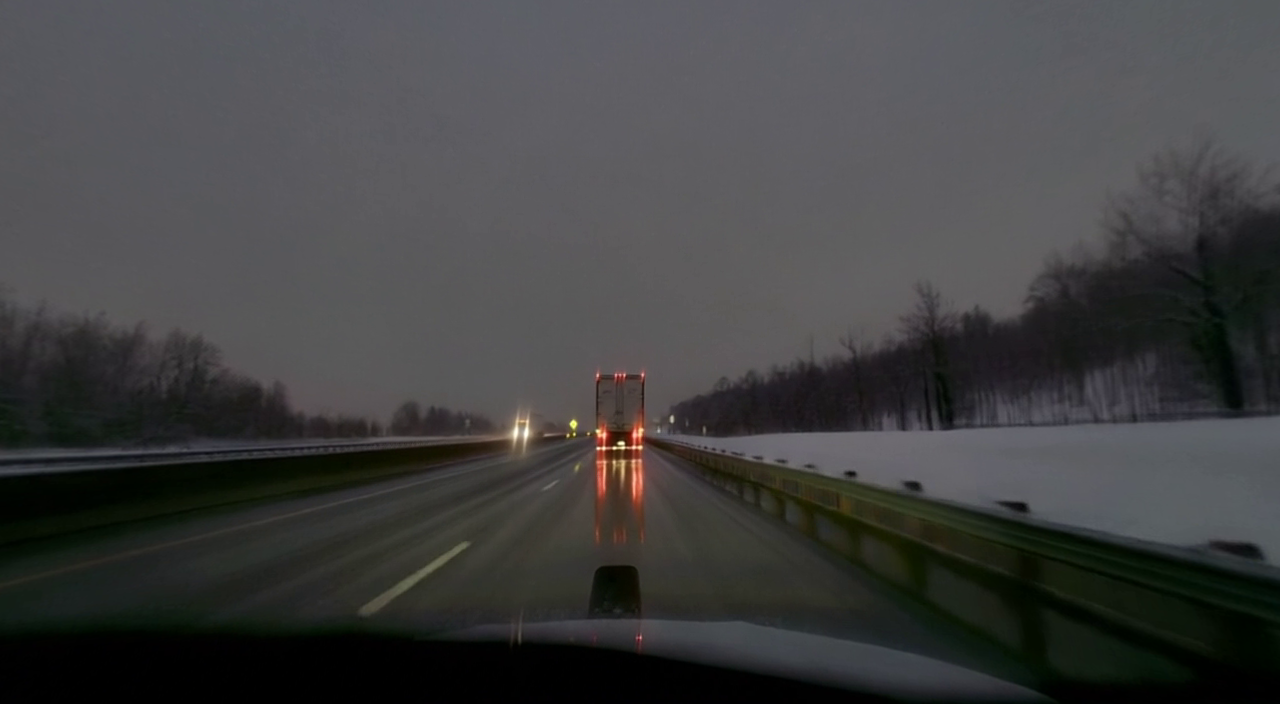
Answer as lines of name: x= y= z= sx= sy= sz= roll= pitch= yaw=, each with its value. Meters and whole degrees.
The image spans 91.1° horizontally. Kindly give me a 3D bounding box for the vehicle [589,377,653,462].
vehicle: x=-1.106 y=3.859 z=34.840 sx=3.023 sy=3.965 sz=10.402 roll=0 pitch=-8 yaw=-2
